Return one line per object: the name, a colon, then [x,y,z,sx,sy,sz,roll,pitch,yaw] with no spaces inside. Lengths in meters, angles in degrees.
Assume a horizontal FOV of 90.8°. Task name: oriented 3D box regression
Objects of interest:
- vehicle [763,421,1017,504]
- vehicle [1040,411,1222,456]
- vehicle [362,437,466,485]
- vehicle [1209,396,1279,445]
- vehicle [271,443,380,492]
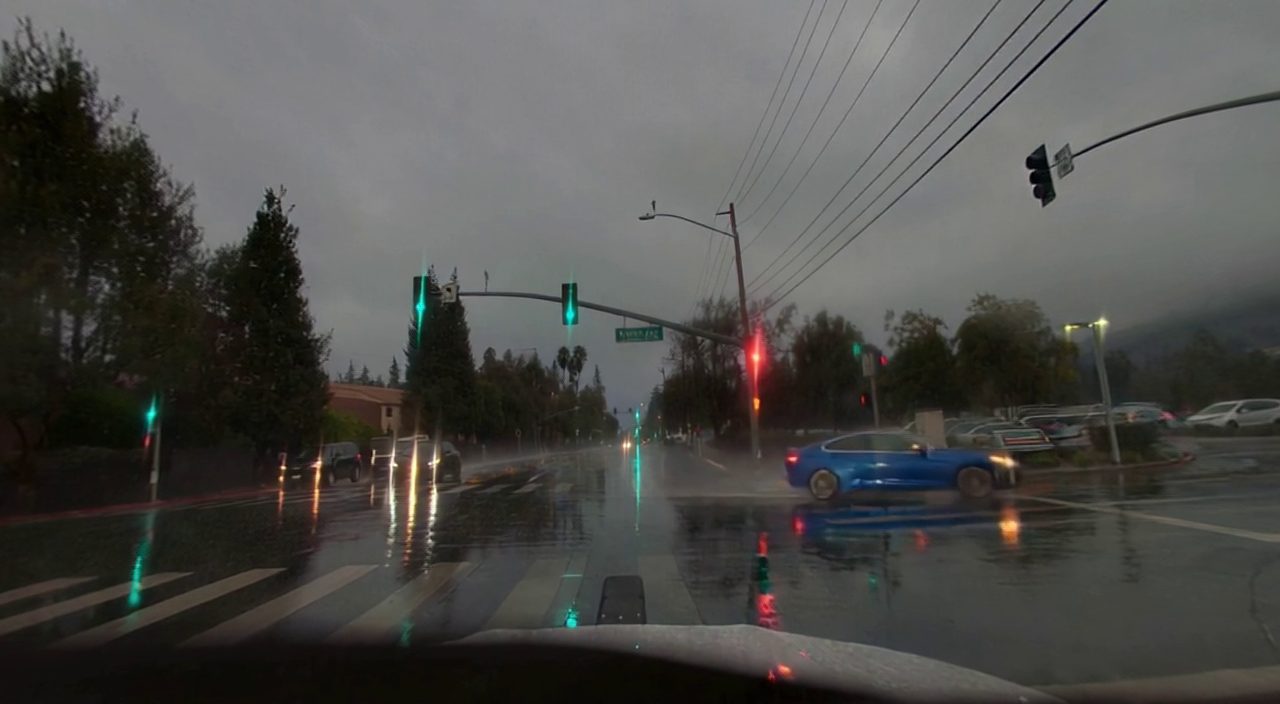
vehicle: [5.156,2.276,13.288,4.592,1.470,2.071,-5,-10,28]
vehicle: [16.943,2.903,22.114,4.560,1.453,1.851,-3,-9,18]
vehicle: [-10.142,4.931,28.999,2.664,1.940,5.702,0,-9,0]
vehicle: [25.862,2.977,26.644,2.098,1.857,4.861,-6,-11,35]
vehicle: [-13.770,5.062,28.073,2.306,1.957,4.968,0,-9,-1]
